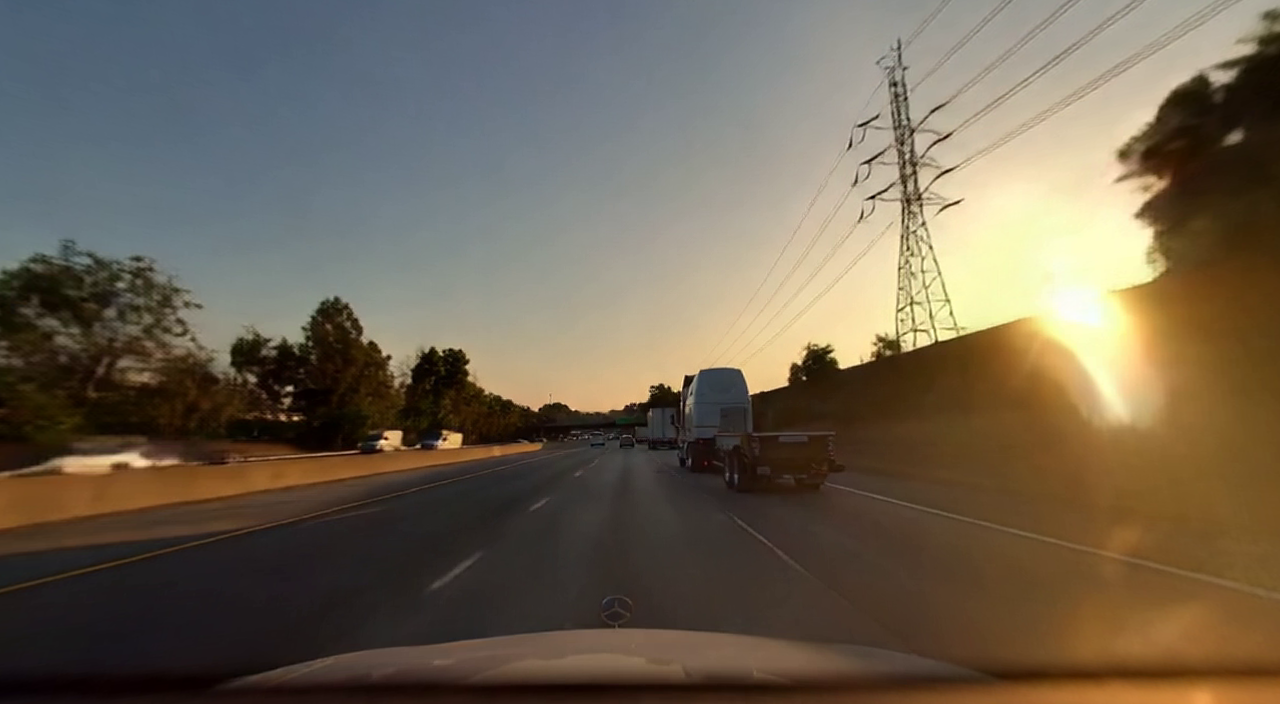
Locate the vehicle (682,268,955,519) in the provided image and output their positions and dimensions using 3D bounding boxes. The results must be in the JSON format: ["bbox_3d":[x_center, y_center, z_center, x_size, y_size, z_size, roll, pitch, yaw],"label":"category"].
[{"bbox_3d":[3.326,1.572,17.287,2.905,4.080,14.157,0,-8,-2],"label":"vehicle"}]
